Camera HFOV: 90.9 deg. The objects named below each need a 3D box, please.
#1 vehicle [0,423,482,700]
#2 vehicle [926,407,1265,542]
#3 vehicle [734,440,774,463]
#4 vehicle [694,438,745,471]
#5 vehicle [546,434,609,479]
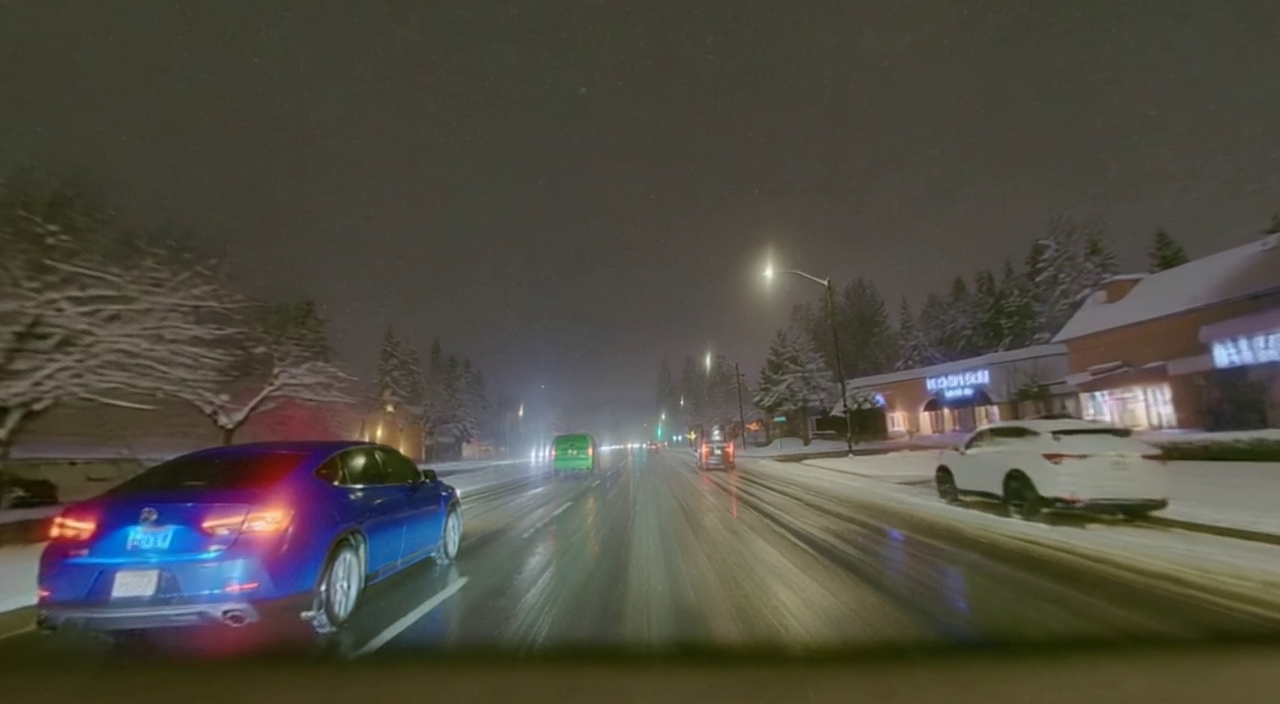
[{"bbox_3d":[-3.131,1.486,5.849,1.956,1.460,4.802,-1,-8,2],"label":"vehicle"},{"bbox_3d":[7.239,2.011,10.973,2.198,1.788,4.941,0,-8,0],"label":"vehicle"},{"bbox_3d":[7.804,6.831,43.504,1.942,1.481,4.447,0,-9,0],"label":"vehicle"},{"bbox_3d":[3.886,5.087,31.476,1.904,1.490,4.299,0,-8,0],"label":"vehicle"},{"bbox_3d":[-2.638,4.570,27.853,2.193,1.788,4.603,-1,-8,1],"label":"vehicle"}]
